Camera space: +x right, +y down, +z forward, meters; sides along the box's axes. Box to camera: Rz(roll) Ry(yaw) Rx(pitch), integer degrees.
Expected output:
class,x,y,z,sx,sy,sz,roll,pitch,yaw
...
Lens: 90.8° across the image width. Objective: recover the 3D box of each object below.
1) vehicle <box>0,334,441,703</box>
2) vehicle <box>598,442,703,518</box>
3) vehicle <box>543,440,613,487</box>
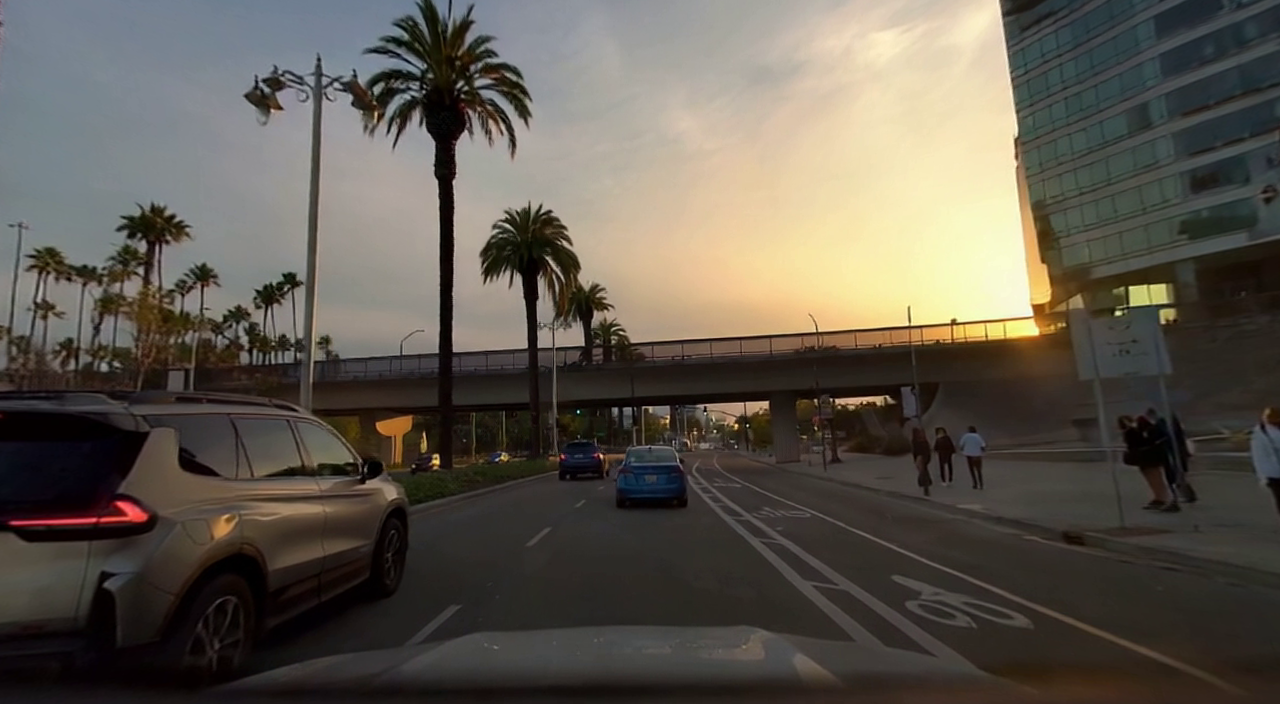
class,x,y,z,sx,sy,sz,roll,pitch,yaw
vehicle,-3.117,1.120,4.177,2.014,1.740,4.359,0,-8,2
vehicle,0.243,2.801,14.376,2.036,1.461,4.129,0,-8,1
vehicle,-2.271,4.225,24.272,1.955,1.637,4.032,-1,-8,5
